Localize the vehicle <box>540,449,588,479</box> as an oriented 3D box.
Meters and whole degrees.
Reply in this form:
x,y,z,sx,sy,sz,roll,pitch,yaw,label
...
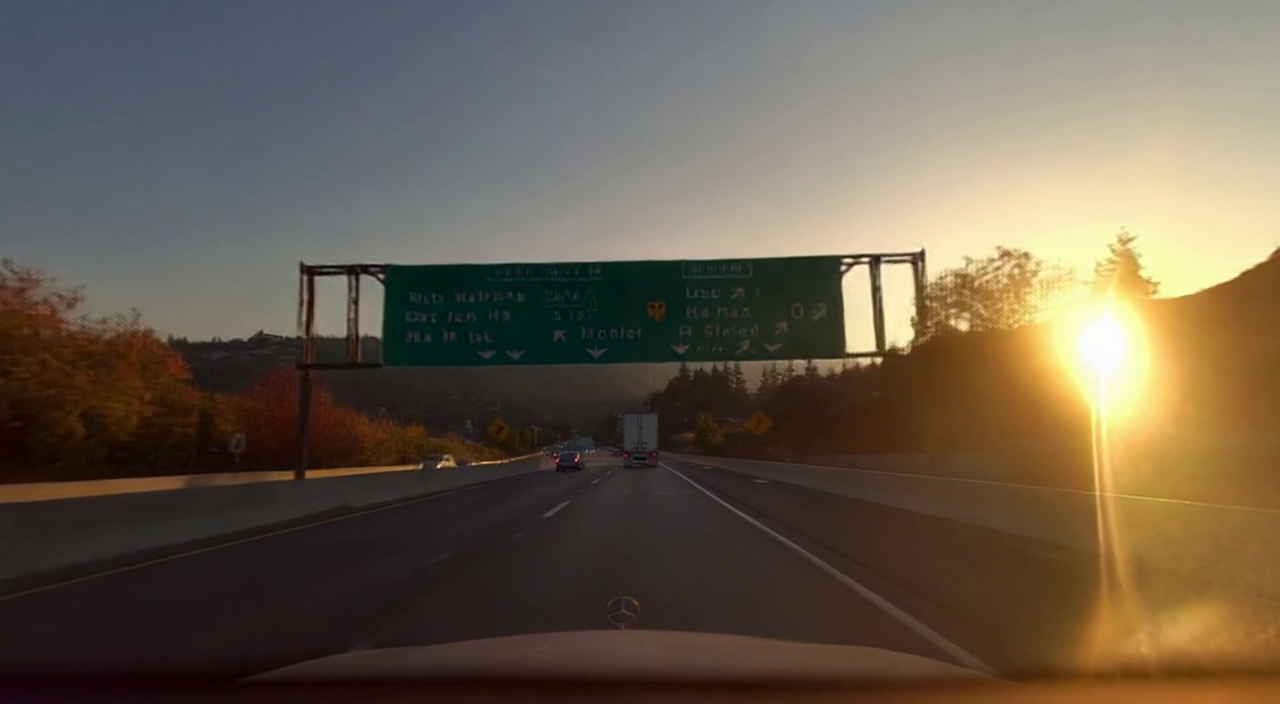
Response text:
x,y,z,sx,sy,sz,roll,pitch,yaw,label
-4.102,6.148,34.972,2.053,1.523,4.450,-1,-9,1,vehicle

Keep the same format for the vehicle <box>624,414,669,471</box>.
x,y,z,sx,sy,sz,roll,pitch,yaw,label
0.298,6.852,47.538,2.864,3.805,9.500,0,-9,-2,vehicle
